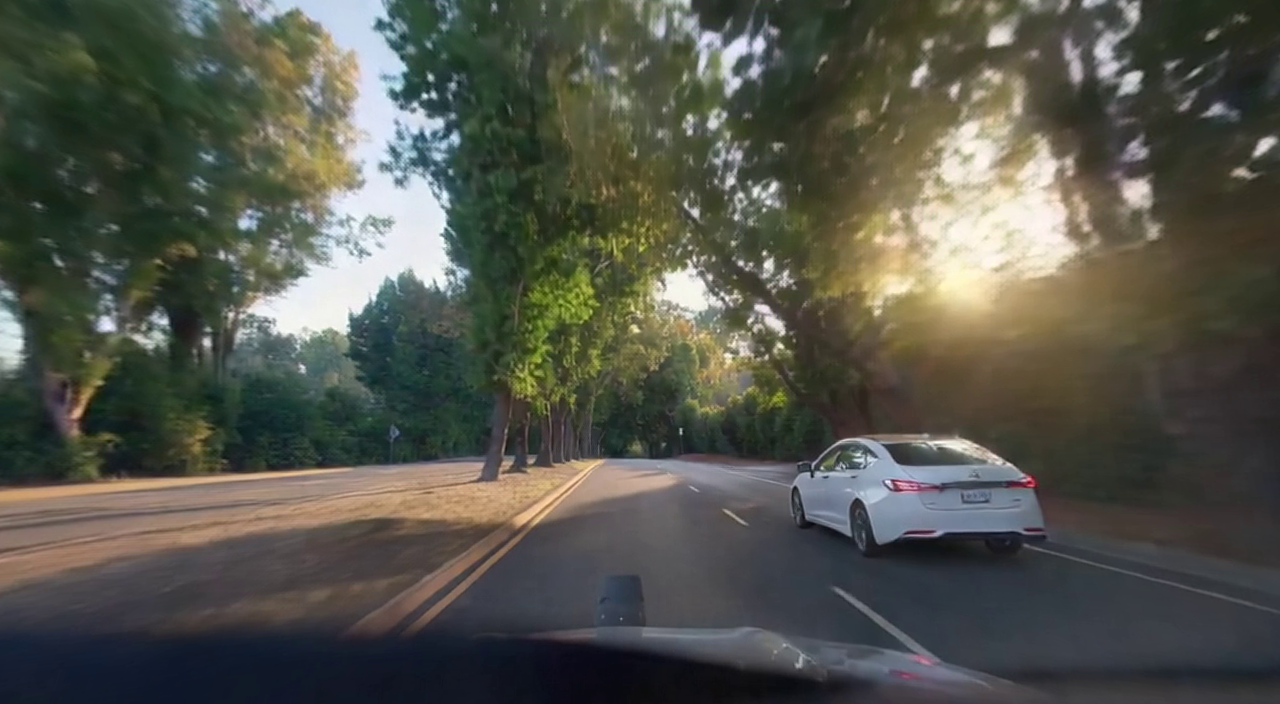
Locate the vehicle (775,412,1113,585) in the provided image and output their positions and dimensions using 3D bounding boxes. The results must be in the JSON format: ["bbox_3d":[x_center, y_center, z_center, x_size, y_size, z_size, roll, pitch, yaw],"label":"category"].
[{"bbox_3d":[3.340,1.710,8.266,2.060,1.584,4.592,0,-8,-1],"label":"vehicle"}]
